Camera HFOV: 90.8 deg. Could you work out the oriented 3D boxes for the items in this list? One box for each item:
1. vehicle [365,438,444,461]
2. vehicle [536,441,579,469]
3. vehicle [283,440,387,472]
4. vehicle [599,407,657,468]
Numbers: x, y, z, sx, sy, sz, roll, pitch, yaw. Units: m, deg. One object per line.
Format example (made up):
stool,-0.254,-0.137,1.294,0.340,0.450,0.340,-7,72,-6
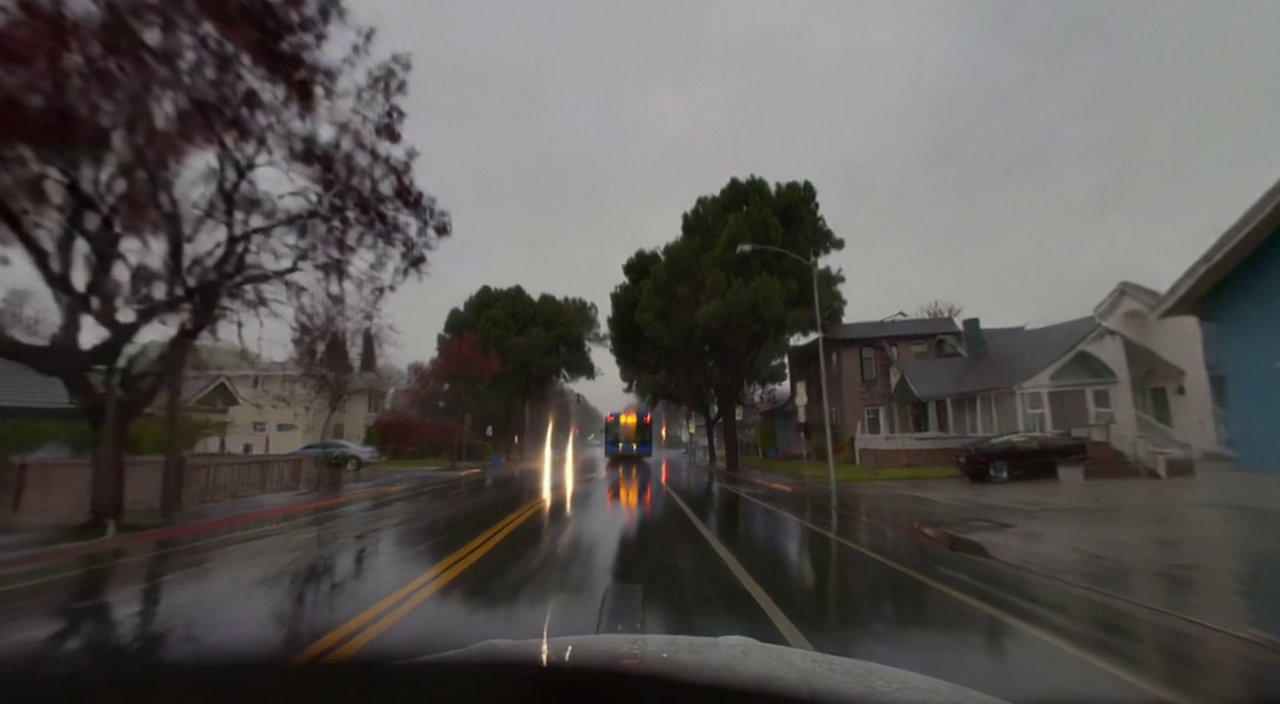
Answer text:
vehicle,-16.648,6.914,44.813,4.778,1.565,1.919,0,-8,-1
vehicle,-4.648,5.877,36.228,1.925,1.489,4.235,0,-8,-1
vehicle,-15.878,5.419,33.080,4.481,1.591,1.807,0,-9,-2
vehicle,-0.590,5.634,41.461,3.031,3.200,13.052,3,-8,1
